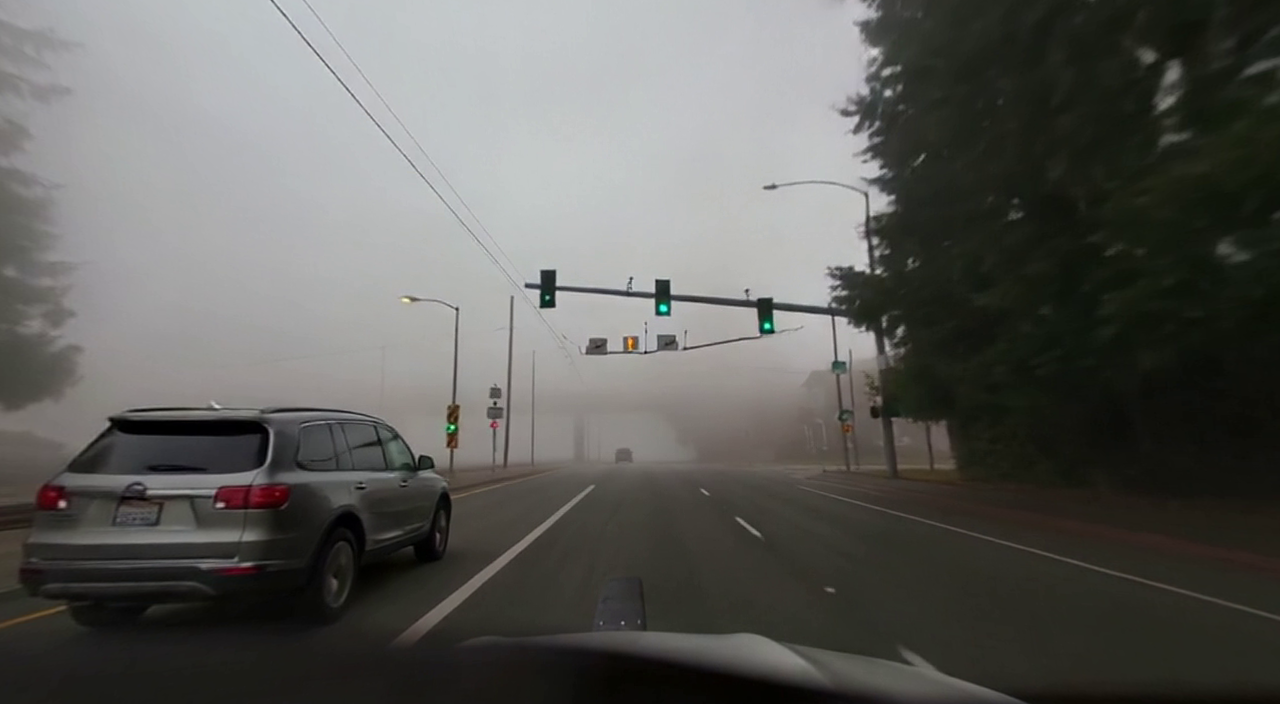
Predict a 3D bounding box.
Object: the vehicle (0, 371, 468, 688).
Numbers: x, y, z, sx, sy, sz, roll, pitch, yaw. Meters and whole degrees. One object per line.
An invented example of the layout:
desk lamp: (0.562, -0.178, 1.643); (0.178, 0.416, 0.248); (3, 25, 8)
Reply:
vehicle: (-3.112, 1.275, 5.624); (1.882, 1.704, 4.335); (0, -9, 0)
